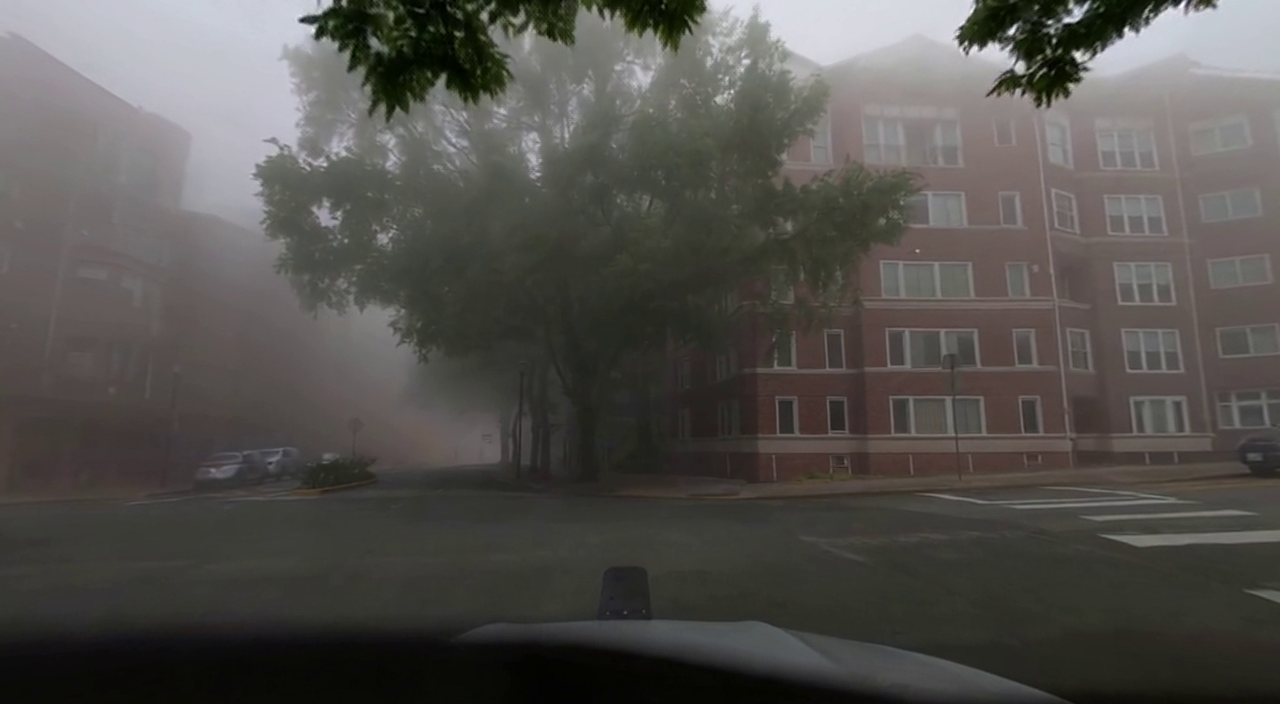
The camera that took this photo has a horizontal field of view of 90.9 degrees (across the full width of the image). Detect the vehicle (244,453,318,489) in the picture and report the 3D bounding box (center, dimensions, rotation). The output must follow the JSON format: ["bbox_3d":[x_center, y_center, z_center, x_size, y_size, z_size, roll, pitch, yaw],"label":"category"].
[{"bbox_3d":[-16.659,5.491,29.480,1.941,1.442,4.384,2,-9,-16],"label":"vehicle"}]

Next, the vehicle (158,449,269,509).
[{"bbox_3d":[-12.820,3.759,19.267,2.027,1.475,4.522,1,-8,-24],"label":"vehicle"}]
